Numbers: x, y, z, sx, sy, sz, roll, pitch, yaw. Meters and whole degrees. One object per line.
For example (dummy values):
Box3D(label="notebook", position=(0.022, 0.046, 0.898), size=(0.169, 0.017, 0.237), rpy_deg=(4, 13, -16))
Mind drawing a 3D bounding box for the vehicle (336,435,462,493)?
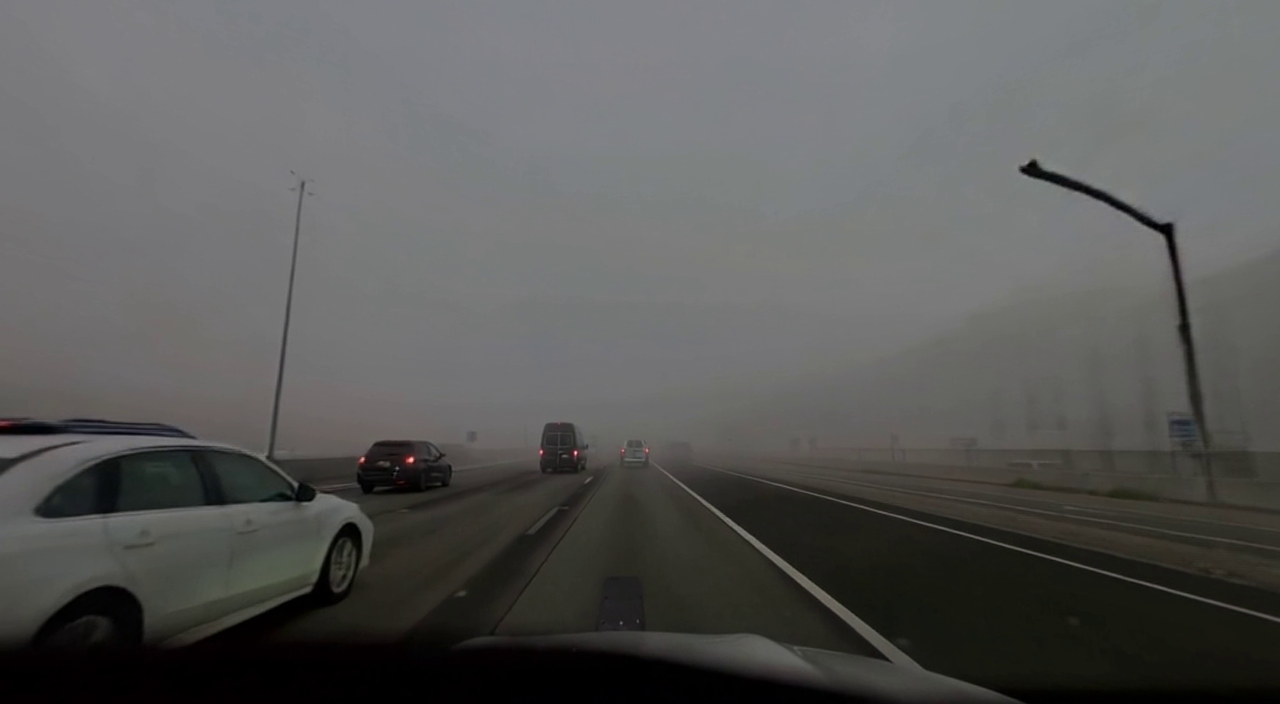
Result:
Box3D(label="vehicle", position=(-6.931, 3.265, 18.715), size=(1.959, 1.493, 4.575), rpy_deg=(0, -9, 0))

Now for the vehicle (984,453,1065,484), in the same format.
Box3D(label="vehicle", position=(20.948, 6.360, 34.531), size=(1.789, 1.531, 3.983), rpy_deg=(0, -9, -2))

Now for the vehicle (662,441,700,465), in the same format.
Box3D(label="vehicle", position=(2.684, 6.828, 42.635), size=(2.127, 1.513, 4.501), rpy_deg=(0, -9, -2))

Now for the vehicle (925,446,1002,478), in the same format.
Box3D(label="vehicle", position=(20.841, 7.069, 40.824), size=(2.083, 1.873, 5.209), rpy_deg=(0, -9, -2))

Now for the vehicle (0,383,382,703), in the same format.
Box3D(label="vehicle", position=(-3.296, 1.040, 3.394), size=(1.963, 1.507, 4.172), rpy_deg=(0, -9, 1))

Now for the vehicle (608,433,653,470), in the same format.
Box3D(label="vehicle", position=(-0.472, 5.228, 33.284), size=(2.207, 1.807, 4.199), rpy_deg=(0, -9, 0))

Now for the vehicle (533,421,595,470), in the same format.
Box3D(label="vehicle", position=(-3.800, 4.861, 32.578), size=(2.504, 2.276, 5.933), rpy_deg=(0, -9, -1))
